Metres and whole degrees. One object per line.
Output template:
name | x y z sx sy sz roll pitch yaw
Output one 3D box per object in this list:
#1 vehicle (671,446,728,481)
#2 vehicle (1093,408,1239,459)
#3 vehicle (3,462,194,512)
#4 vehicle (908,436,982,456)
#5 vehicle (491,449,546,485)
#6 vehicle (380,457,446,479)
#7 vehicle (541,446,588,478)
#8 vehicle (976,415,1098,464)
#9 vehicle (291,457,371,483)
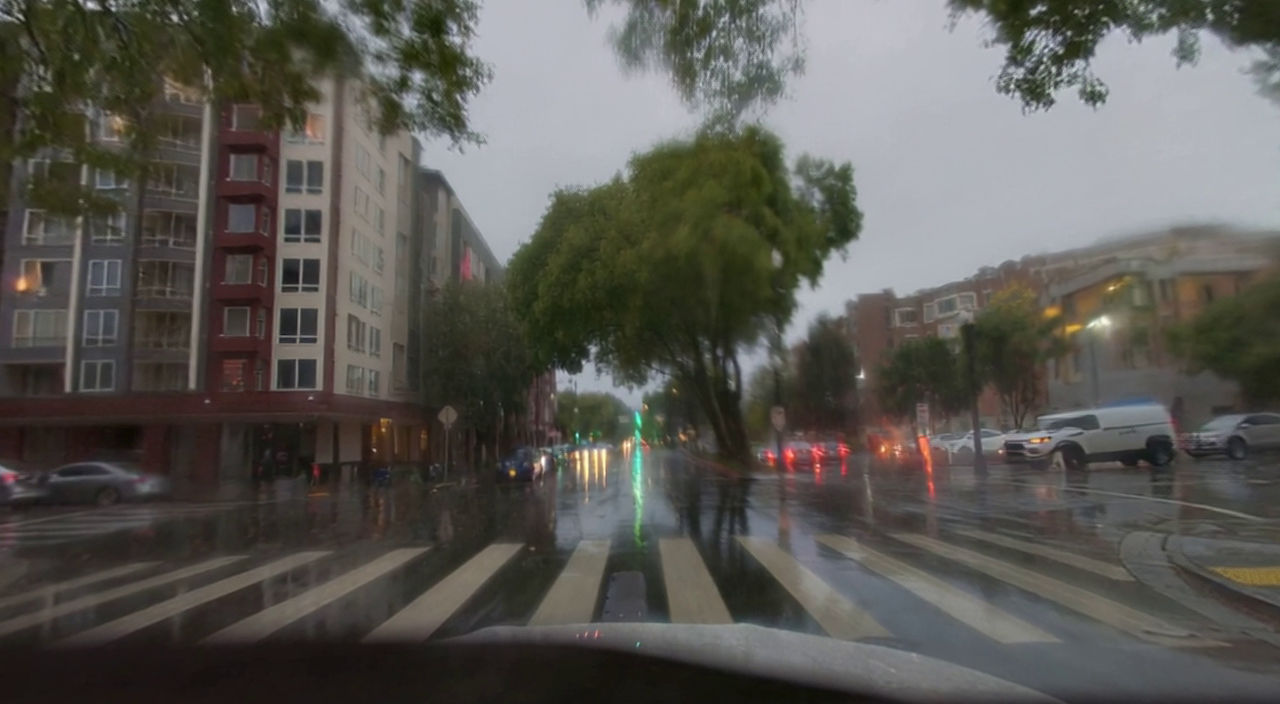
vehicle | 3.213 5.853 33.470 1.942 1.603 3.785 0 -8 22
vehicle | 22.304 3.531 27.141 2.137 1.962 4.988 -1 -8 3
vehicle | -17.316 4.314 20.369 4.439 1.448 1.793 0 -9 0
vehicle | 23.013 7.085 47.769 4.528 1.475 2.070 0 -8 3
vehicle | -7.617 7.246 40.248 2.193 1.814 5.061 -9 -8 0
vehicle | -16.950 8.657 47.373 4.203 1.544 1.889 0 -8 1
vehicle | -4.434 6.539 37.712 2.102 1.768 4.290 -1 -10 2
vehicle | 16.743 3.789 26.994 2.041 1.921 4.574 0 -9 -2
vehicle | -23.180 8.885 47.497 4.844 1.836 2.117 -1 -8 4
